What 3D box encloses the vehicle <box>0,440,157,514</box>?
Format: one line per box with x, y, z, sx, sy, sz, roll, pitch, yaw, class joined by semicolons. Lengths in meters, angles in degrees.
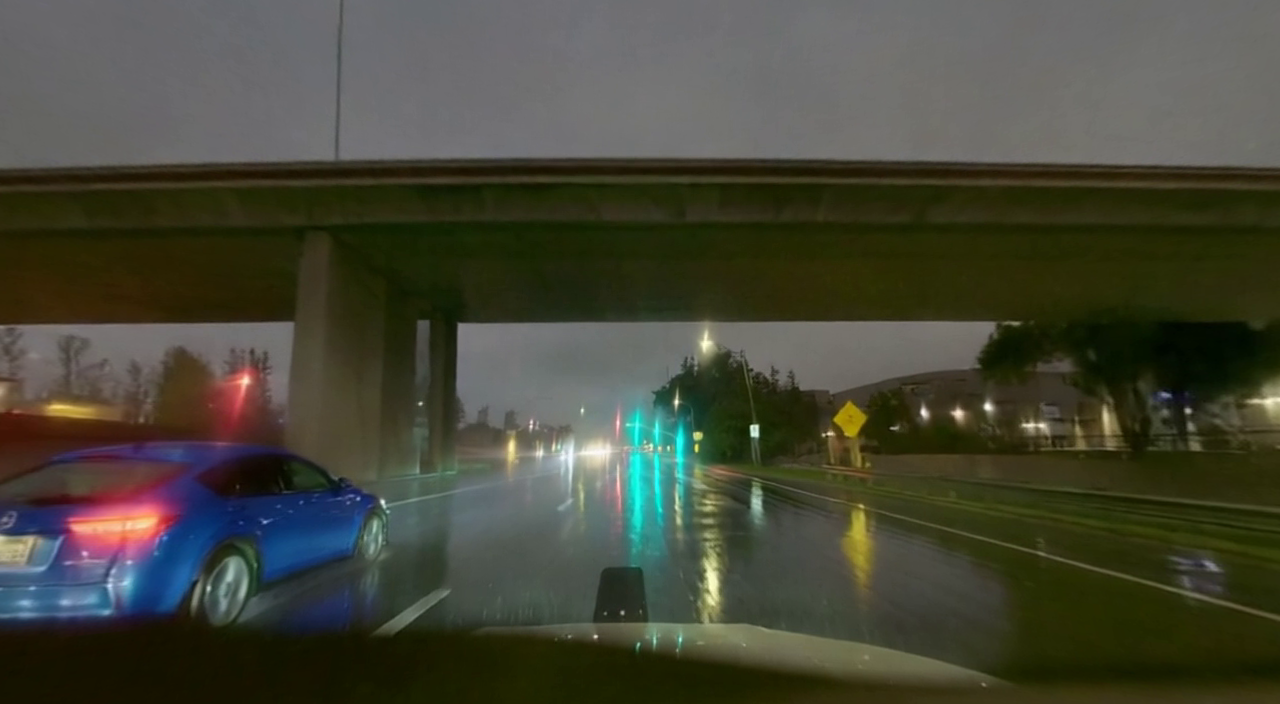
-14.523;2.947;15.259;2.016;1.546;4.353;0;-9;1;vehicle
